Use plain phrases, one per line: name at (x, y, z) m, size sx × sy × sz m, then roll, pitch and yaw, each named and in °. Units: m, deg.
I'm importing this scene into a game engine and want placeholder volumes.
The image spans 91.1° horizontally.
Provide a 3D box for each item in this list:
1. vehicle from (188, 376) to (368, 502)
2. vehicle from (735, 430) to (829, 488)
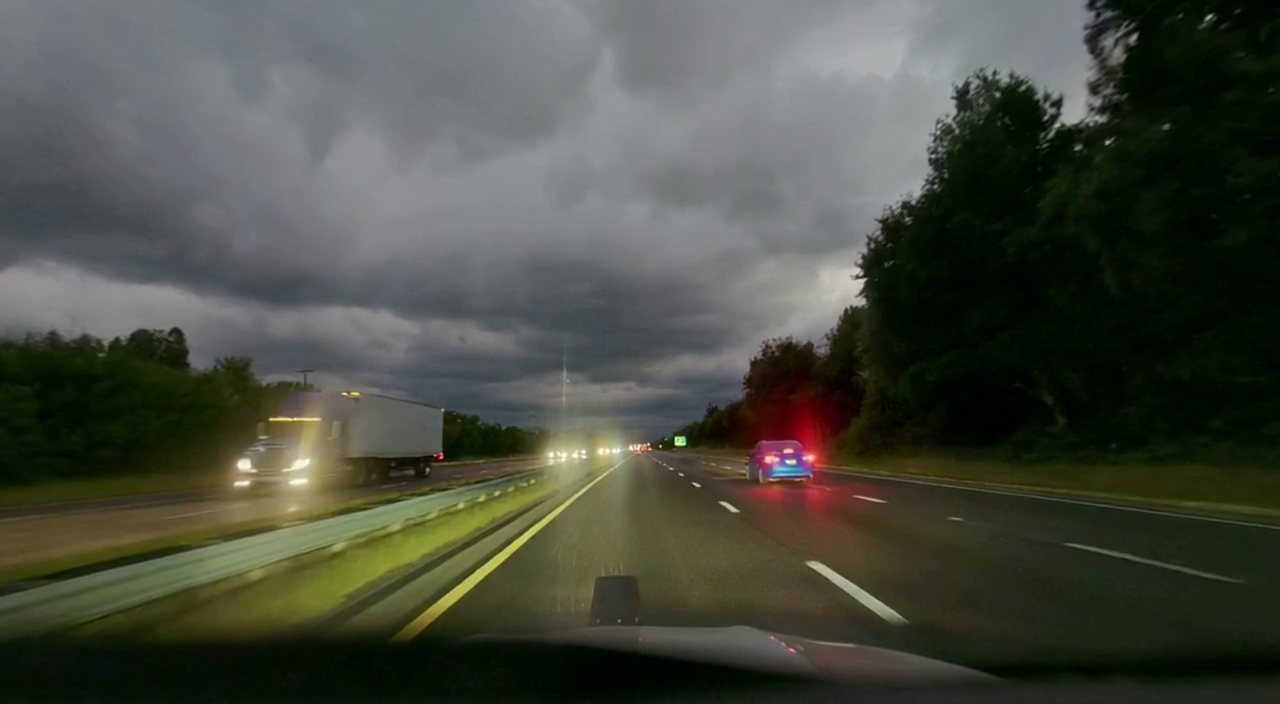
vehicle at (-12.749, 3.186, 22.944) m, size 3.010 × 3.969 × 5.822 m, roll 0°, pitch -9°, yaw -1°
vehicle at (4.842, 3.735, 22.161) m, size 2.117 × 1.783 × 4.627 m, roll 0°, pitch -9°, yaw -1°
